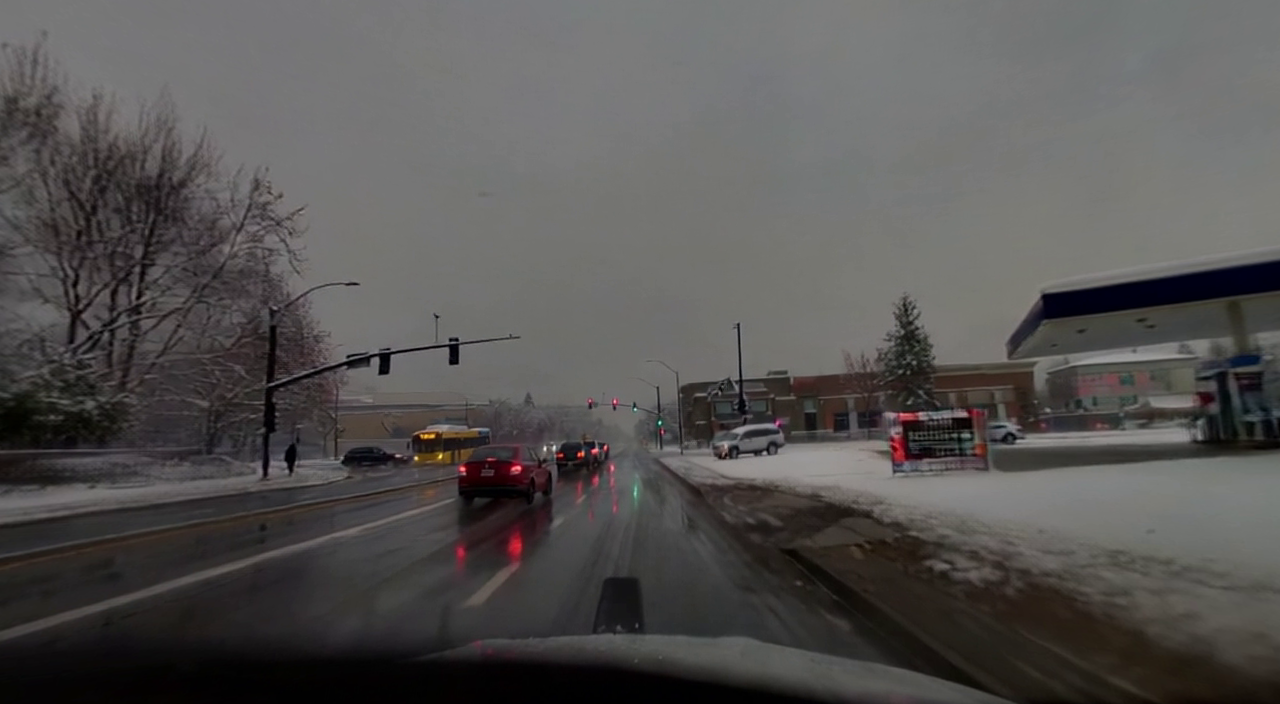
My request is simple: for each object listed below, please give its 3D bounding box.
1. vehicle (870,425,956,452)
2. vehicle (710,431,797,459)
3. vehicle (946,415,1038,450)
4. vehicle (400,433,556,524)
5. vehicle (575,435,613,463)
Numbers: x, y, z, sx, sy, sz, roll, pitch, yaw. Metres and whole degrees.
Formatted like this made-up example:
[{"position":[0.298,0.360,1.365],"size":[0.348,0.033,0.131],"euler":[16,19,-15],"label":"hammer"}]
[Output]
[{"position":[15.917,5.085,36.719],"size":[4.064,1.507,2.078],"euler":[0,-9,1],"label":"vehicle"},{"position":[6.939,5.748,38.728],"size":[4.894,1.451,2.089],"euler":[-3,-8,0],"label":"vehicle"},{"position":[20.580,4.730,36.721],"size":[4.172,1.687,1.773],"euler":[-4,-8,-2],"label":"vehicle"},{"position":[-3.005,2.444,12.642],"size":[2.092,1.507,4.078],"euler":[0,-9,-1],"label":"vehicle"},{"position":[-3.021,6.560,42.420],"size":[2.365,1.751,3.904],"euler":[0,-9,-1],"label":"vehicle"}]
